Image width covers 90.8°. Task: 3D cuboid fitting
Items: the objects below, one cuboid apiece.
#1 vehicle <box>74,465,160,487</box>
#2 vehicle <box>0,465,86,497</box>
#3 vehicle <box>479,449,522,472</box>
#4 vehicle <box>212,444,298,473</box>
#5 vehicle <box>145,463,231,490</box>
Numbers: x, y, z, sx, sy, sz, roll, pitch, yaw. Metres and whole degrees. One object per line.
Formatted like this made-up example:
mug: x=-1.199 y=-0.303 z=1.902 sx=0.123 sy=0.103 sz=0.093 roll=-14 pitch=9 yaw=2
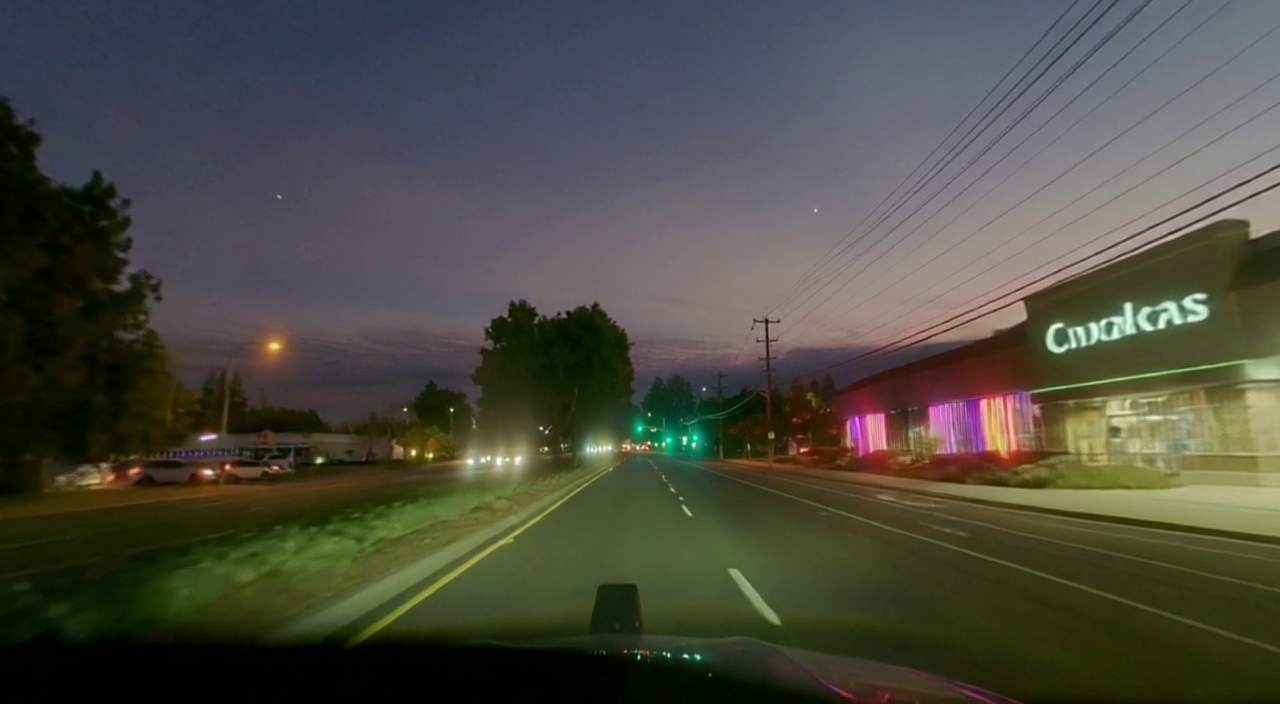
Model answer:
vehicle: x=-38.275 y=9.093 z=46.293 sx=1.864 sy=1.501 sz=4.419 roll=-7 pitch=-13 yaw=40
vehicle: x=-35.832 y=7.654 z=37.797 sx=1.753 sy=1.479 sz=3.925 roll=-2 pitch=-6 yaw=2
vehicle: x=-9.544 y=7.424 z=43.542 sx=1.900 sy=1.488 sz=4.675 roll=0 pitch=-9 yaw=0
vehicle: x=-29.999 y=8.319 z=49.381 sx=5.145 sy=1.979 sz=2.281 roll=-2 pitch=-9 yaw=-3
vehicle: x=-30.110 y=8.263 z=42.115 sx=4.377 sy=1.520 sz=1.843 roll=-3 pitch=-9 yaw=3
